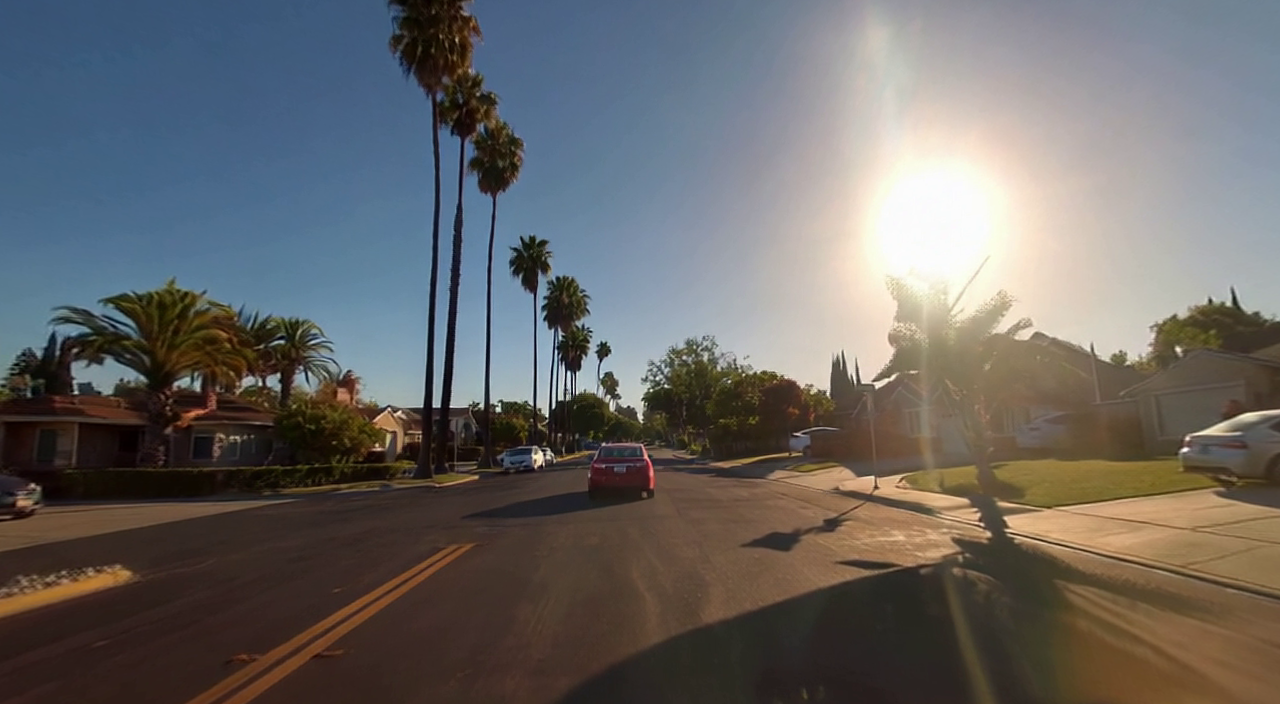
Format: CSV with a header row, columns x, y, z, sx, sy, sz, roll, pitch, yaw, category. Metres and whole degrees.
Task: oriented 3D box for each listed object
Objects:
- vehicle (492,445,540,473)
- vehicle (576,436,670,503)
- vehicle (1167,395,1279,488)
x,y,z,sx,sy,sz,roll,pitch,yaw,category
-7.931,6.877,40.746,2.069,1.441,4.368,-3,-7,2,vehicle
-0.423,2.952,16.298,2.098,1.483,4.099,0,-9,-1,vehicle
14.164,1.879,13.253,4.343,1.807,1.914,0,-9,2,vehicle
